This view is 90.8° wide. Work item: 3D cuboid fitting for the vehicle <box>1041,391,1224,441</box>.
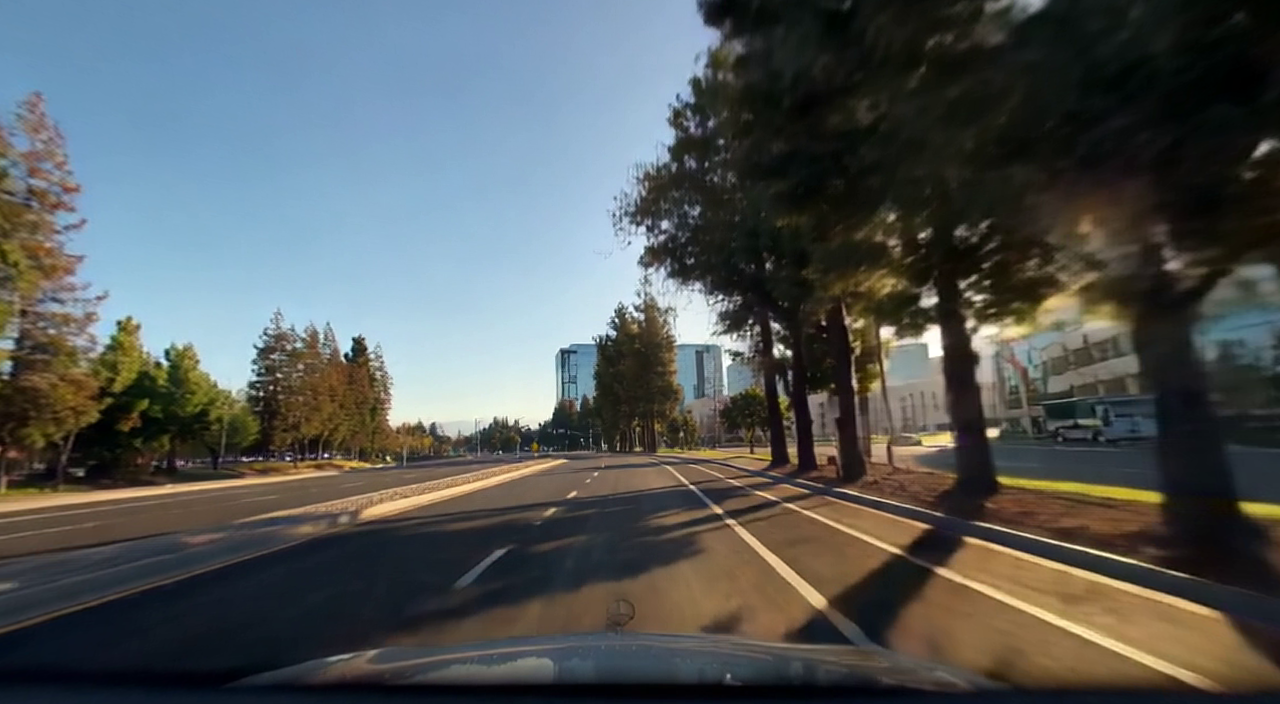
[{"bbox_3d":[29.319,3.893,37.850,8.483,2.834,2.843,0,-8,-1],"label":"vehicle"}]
